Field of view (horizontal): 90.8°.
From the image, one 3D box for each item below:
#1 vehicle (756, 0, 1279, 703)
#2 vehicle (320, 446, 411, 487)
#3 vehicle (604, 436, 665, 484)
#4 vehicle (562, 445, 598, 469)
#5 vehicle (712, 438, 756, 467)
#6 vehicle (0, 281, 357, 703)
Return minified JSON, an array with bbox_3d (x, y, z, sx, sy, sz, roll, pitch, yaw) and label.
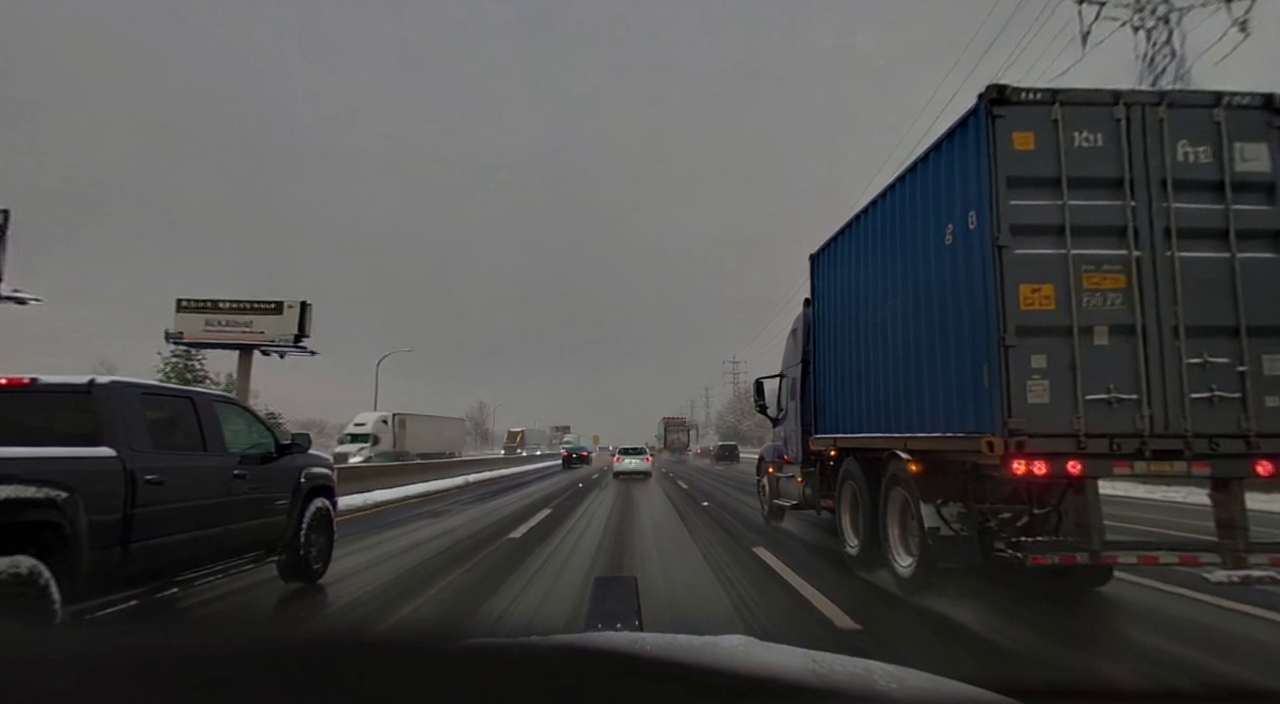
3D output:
[{"bbox_3d":[3.428,0.295,5.957,3.013,3.940,7.933,0,-9,-1],"label":"vehicle"},{"bbox_3d":[-10.571,4.438,24.689,1.850,1.453,3.853,0,-9,-1],"label":"vehicle"},{"bbox_3d":[-0.208,4.207,24.769,2.191,1.685,4.015,0,-9,-1],"label":"vehicle"},{"bbox_3d":[-3.995,7.035,42.631,2.025,1.498,4.675,0,-9,0],"label":"vehicle"},{"bbox_3d":[6.882,7.445,46.906,2.302,1.973,5.502,0,-9,-2],"label":"vehicle"},{"bbox_3d":[-4.031,0.773,3.206,2.323,2.046,6.006,0,-9,1],"label":"vehicle"}]
